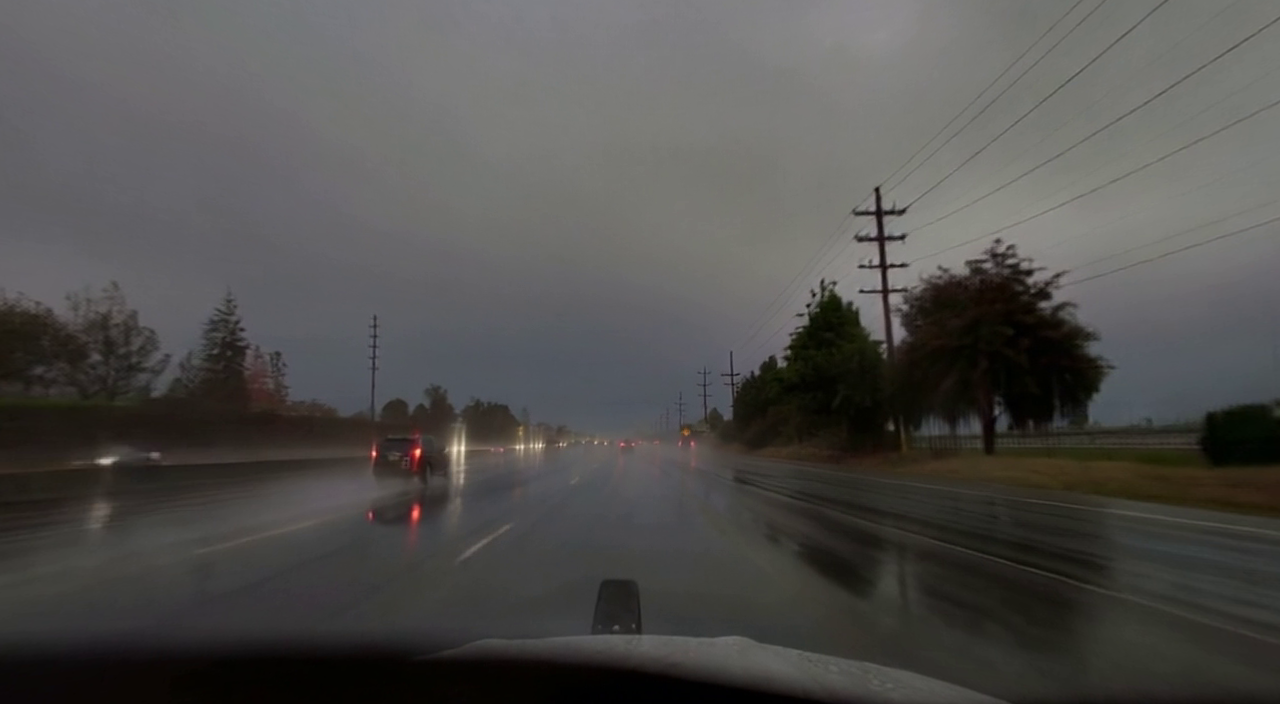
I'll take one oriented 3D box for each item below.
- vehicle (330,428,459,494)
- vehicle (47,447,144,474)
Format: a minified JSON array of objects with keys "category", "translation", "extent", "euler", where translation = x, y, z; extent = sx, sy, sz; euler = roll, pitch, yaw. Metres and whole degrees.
[{"category":"vehicle","translation":[-7.599,3.420,20.273],"extent":[2.115,1.799,5.444],"euler":[0,-9,-2]},{"category":"vehicle","translation":[-34.222,6.821,39.921],"extent":[1.885,1.547,4.757],"euler":[0,-9,0]}]
